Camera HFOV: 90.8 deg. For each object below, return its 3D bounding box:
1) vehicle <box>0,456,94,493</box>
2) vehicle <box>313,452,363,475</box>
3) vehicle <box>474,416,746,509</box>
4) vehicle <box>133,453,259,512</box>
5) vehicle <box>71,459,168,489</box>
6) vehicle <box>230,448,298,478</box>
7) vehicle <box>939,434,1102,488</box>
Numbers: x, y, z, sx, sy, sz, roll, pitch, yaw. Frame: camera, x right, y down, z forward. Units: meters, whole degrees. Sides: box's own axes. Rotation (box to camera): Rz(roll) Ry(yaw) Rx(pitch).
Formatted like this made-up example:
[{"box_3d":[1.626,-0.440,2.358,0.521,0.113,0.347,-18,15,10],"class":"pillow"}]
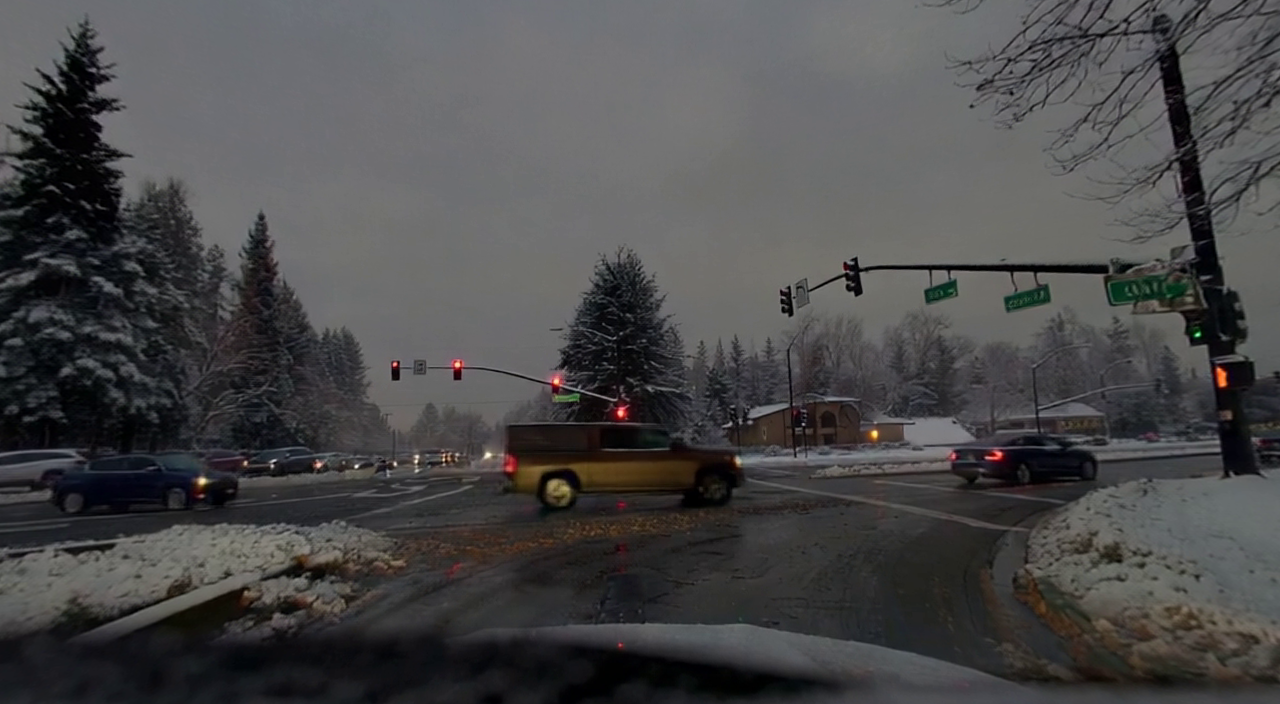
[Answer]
[{"box_3d":[-31.179,6.262,32.640,2.142,1.723,4.692,1,-9,-9],"class":"vehicle"},{"box_3d":[-22.728,8.363,47.698,2.020,1.615,4.656,1,-9,-8],"class":"vehicle"},{"box_3d":[-0.722,2.553,14.950,5.896,1.937,2.358,1,-9,-8],"class":"vehicle"},{"box_3d":[-13.120,3.728,18.555,4.702,1.468,1.999,-8,-12,43],"class":"vehicle"},{"box_3d":[-28.375,6.625,34.664,1.965,1.448,4.553,1,-9,-9],"class":"vehicle"},{"box_3d":[-26.317,7.767,44.467,2.213,1.956,5.254,1,-9,-8],"class":"vehicle"},{"box_3d":[11.617,3.270,19.250,4.728,1.471,1.957,4,-10,-28],"class":"vehicle"}]
